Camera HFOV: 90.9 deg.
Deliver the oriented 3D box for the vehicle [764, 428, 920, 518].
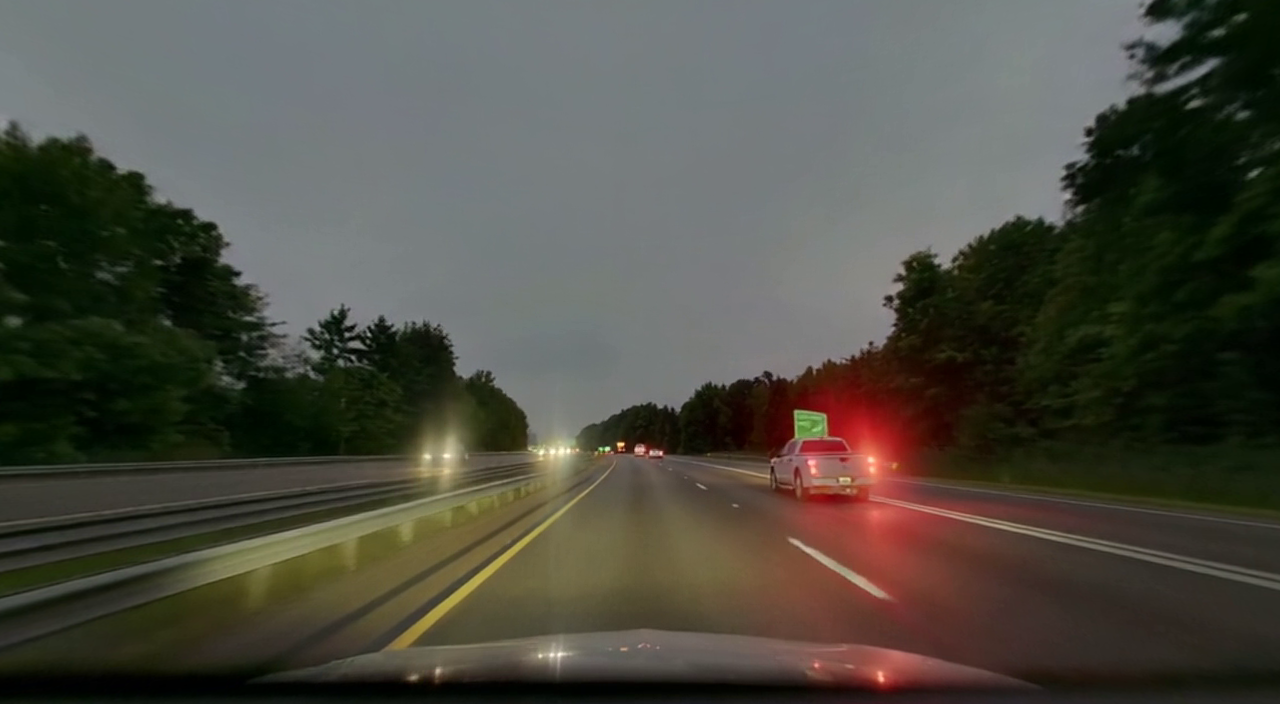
[{"bbox_3d":[4.223,2.608,14.041,1.933,1.663,4.440,0,-9,-1],"label":"vehicle"}]
